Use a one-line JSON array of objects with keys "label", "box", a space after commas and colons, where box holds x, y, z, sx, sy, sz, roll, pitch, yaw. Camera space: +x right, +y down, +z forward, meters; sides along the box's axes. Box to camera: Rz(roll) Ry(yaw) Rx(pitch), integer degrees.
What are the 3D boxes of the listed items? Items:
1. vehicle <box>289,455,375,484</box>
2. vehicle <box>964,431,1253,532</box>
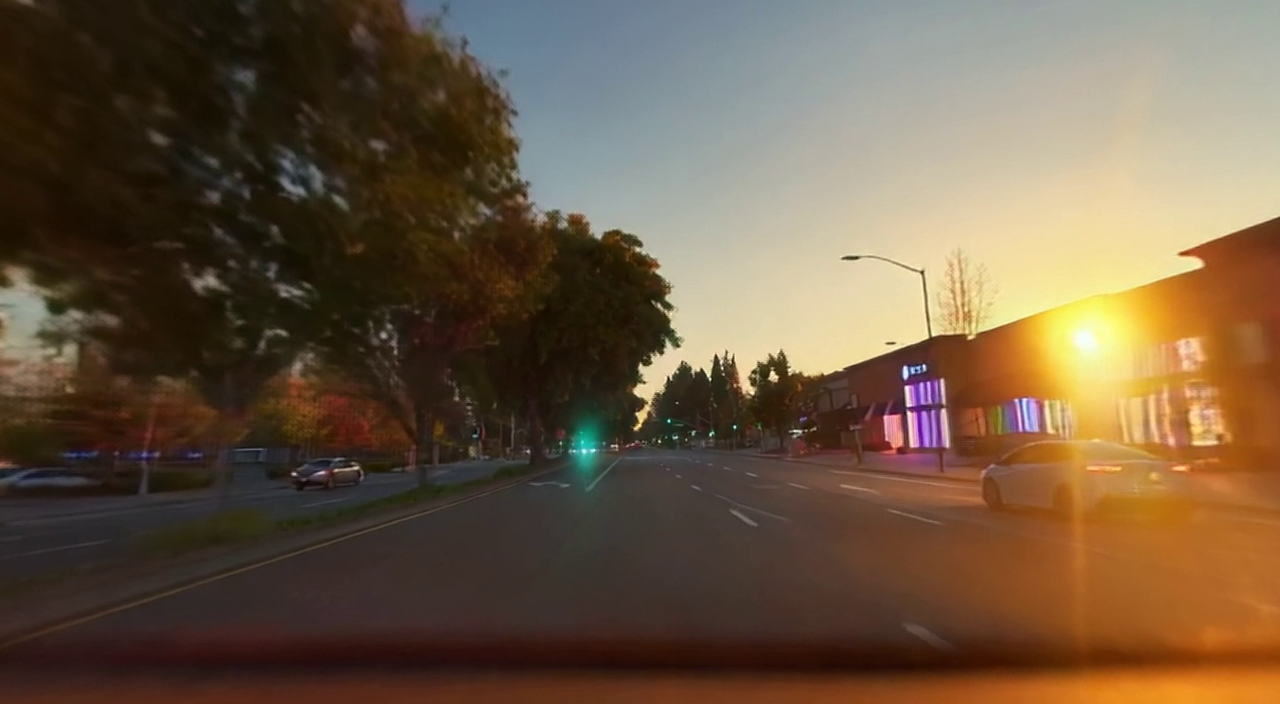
[{"label": "vehicle", "box": [-17.473, 6.622, 35.816, 4.523, 1.494, 1.857, -4, -9, 25]}, {"label": "vehicle", "box": [8.023, 2.231, 11.501, 1.936, 1.460, 4.258, 0, -8, -1]}]
